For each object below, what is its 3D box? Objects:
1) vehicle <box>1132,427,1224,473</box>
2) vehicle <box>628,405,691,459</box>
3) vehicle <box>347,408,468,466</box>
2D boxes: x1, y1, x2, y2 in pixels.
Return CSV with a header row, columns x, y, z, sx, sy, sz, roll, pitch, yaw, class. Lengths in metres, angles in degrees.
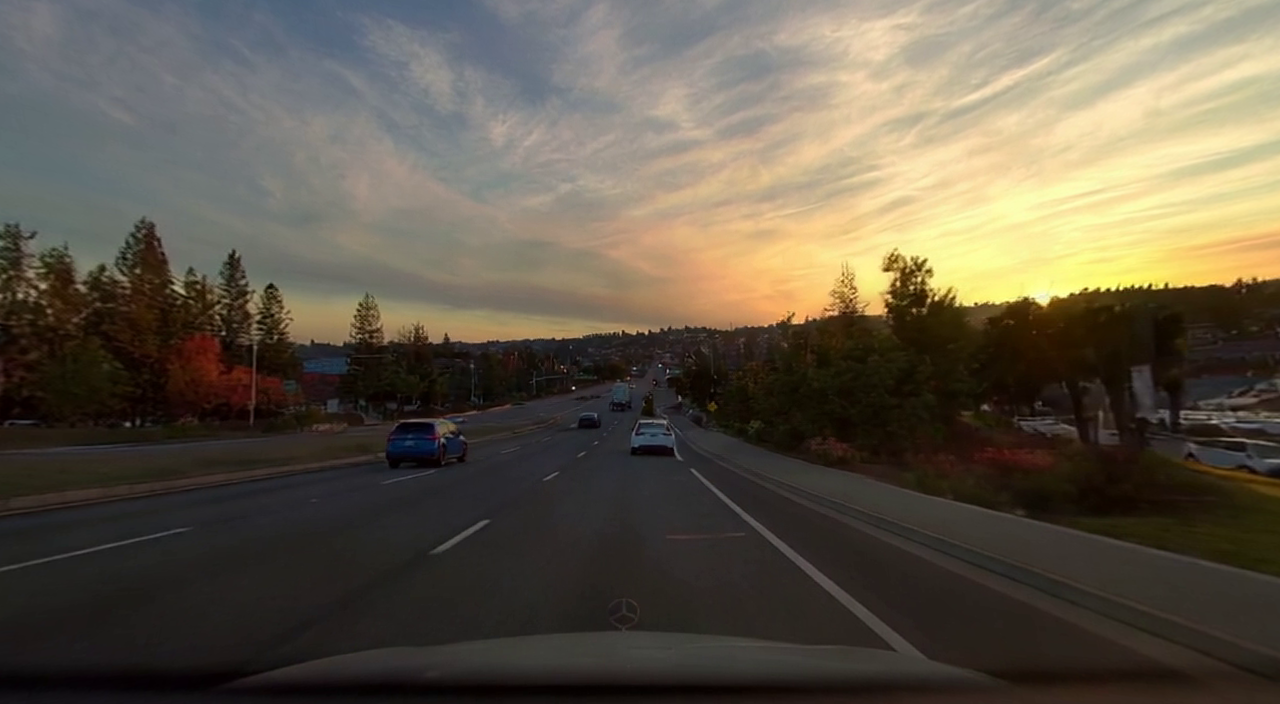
x,y,z,sx,sy,sz,roll,pitch,yaw,class
22.973,4.191,27.167,2.057,1.548,4.150,4,-6,27,vehicle
0.688,3.064,23.836,2.125,1.830,4.370,0,-8,1,vehicle
-7.440,2.838,20.872,1.997,1.650,5.090,0,-8,1,vehicle
